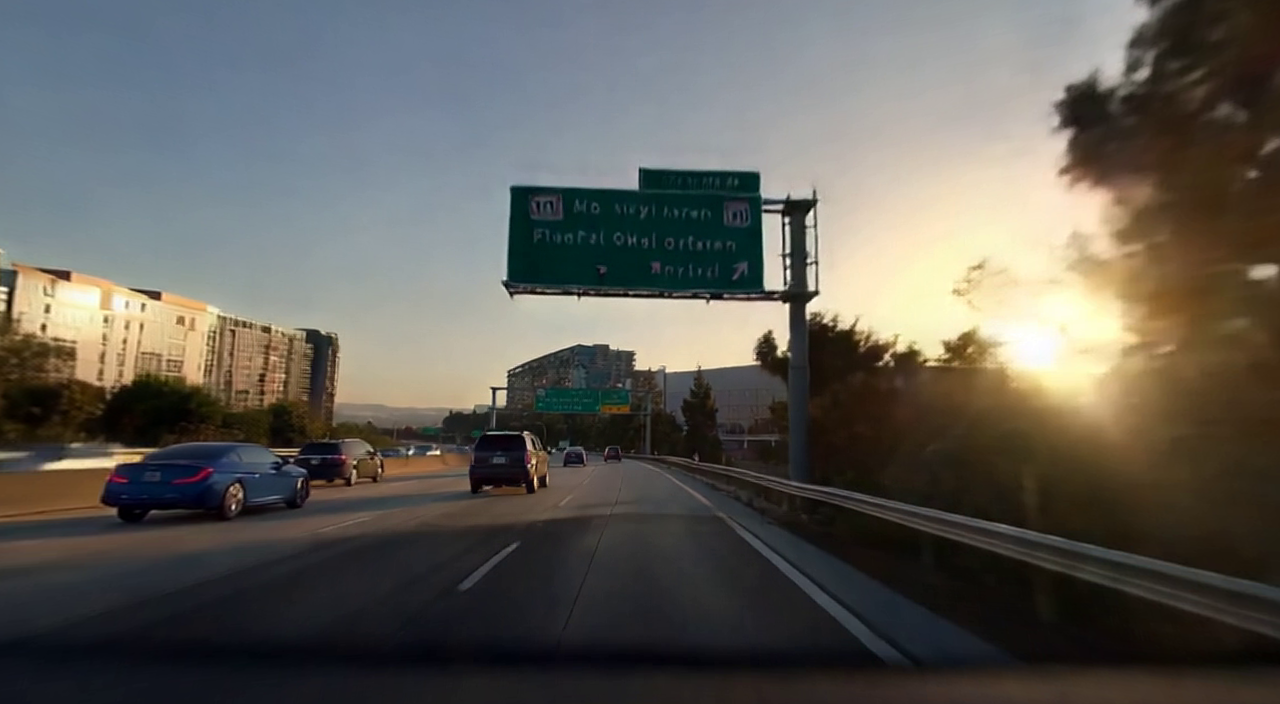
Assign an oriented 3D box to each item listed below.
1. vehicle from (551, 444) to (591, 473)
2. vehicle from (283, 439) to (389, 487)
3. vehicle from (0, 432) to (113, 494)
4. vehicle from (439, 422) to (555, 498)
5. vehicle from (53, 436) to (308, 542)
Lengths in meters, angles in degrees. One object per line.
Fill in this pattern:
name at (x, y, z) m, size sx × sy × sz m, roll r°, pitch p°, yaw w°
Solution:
vehicle at (-4.067, 6.330, 37.601) m, size 1.955 × 1.614 × 3.817 m, roll 0°, pitch -8°, yaw -1°
vehicle at (-11.701, 4.267, 24.656) m, size 1.919 × 1.665 × 4.394 m, roll 0°, pitch -8°, yaw 0°
vehicle at (-20.559, 3.534, 20.253) m, size 2.224 × 1.888 × 5.868 m, roll 0°, pitch -8°, yaw -1°
vehicle at (-4.111, 3.225, 19.261) m, size 2.301 × 1.985 × 5.247 m, roll 0°, pitch -8°, yaw 0°
vehicle at (-7.521, 2.217, 10.819) m, size 1.796 × 1.509 × 3.393 m, roll 0°, pitch -8°, yaw -1°
